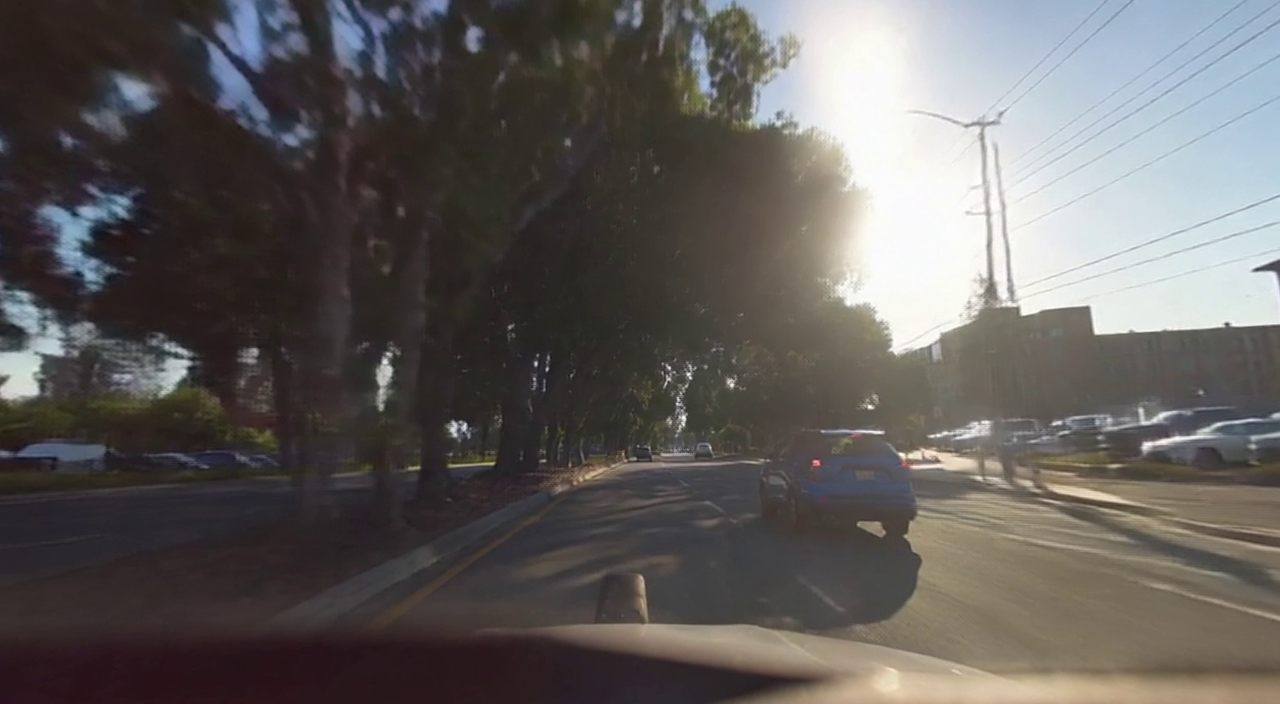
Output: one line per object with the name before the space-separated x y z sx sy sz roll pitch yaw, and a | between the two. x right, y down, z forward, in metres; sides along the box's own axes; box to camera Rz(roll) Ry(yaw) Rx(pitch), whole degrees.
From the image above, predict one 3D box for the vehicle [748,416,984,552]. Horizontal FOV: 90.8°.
vehicle | 3.193 1.967 10.073 2.060 1.665 4.284 0 -9 -1
